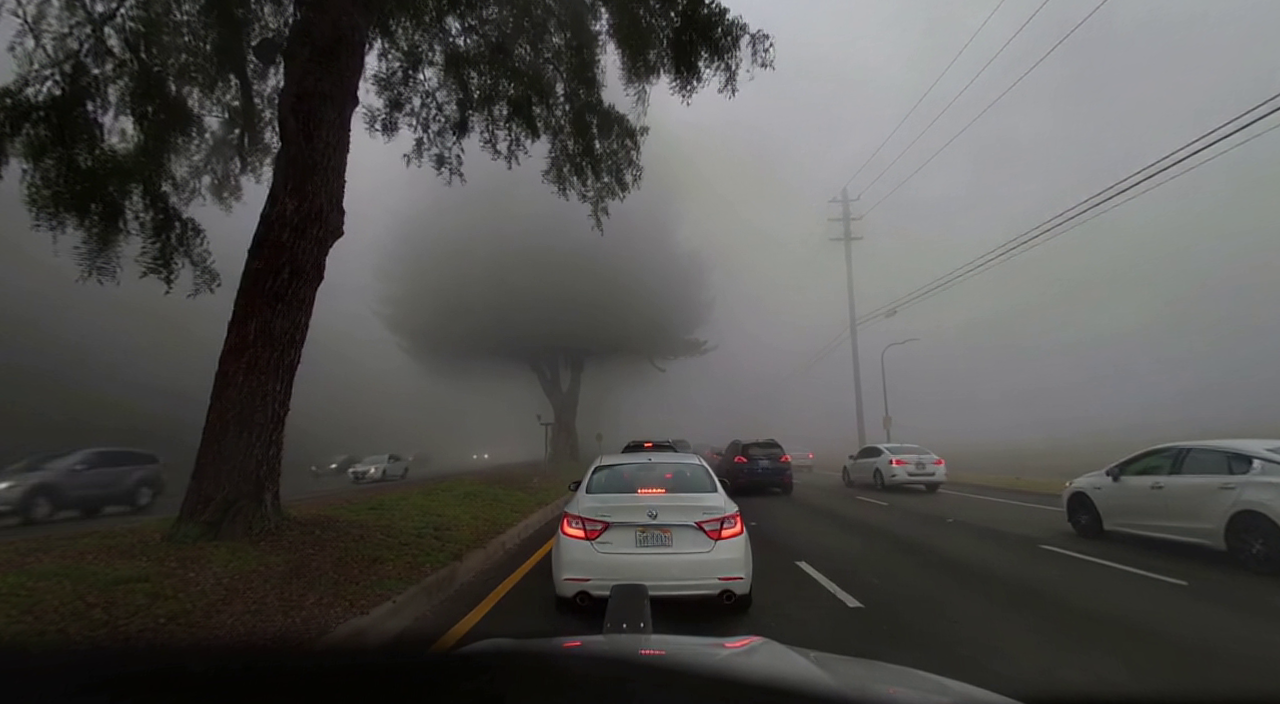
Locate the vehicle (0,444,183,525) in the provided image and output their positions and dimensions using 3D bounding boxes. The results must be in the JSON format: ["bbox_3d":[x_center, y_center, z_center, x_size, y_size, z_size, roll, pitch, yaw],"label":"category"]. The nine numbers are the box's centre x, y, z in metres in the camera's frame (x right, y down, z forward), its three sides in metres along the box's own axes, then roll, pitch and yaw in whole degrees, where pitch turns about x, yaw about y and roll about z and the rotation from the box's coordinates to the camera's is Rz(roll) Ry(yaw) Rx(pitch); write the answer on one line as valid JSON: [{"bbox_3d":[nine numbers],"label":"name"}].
[{"bbox_3d":[-15.403,3.402,17.023,2.056,1.809,5.354,0,-8,0],"label":"vehicle"}]

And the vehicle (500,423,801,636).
[{"bbox_3d":[0.061,1.539,6.481,2.108,1.479,3.935,0,-8,0],"label":"vehicle"}]

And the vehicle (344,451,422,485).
[{"bbox_3d":[-12.009,5.428,29.775,1.804,1.430,4.456,0,-8,0],"label":"vehicle"}]

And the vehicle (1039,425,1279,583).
[{"bbox_3d":[6.988,1.631,7.286,1.850,1.480,4.474,0,-8,1],"label":"vehicle"}]

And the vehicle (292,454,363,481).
[{"bbox_3d":[-18.881,6.969,38.404,1.884,1.466,4.821,0,-8,0],"label":"vehicle"}]

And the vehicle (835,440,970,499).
[{"bbox_3d":[7.269,3.267,18.058,1.899,1.458,4.499,0,-8,0],"label":"vehicle"}]
